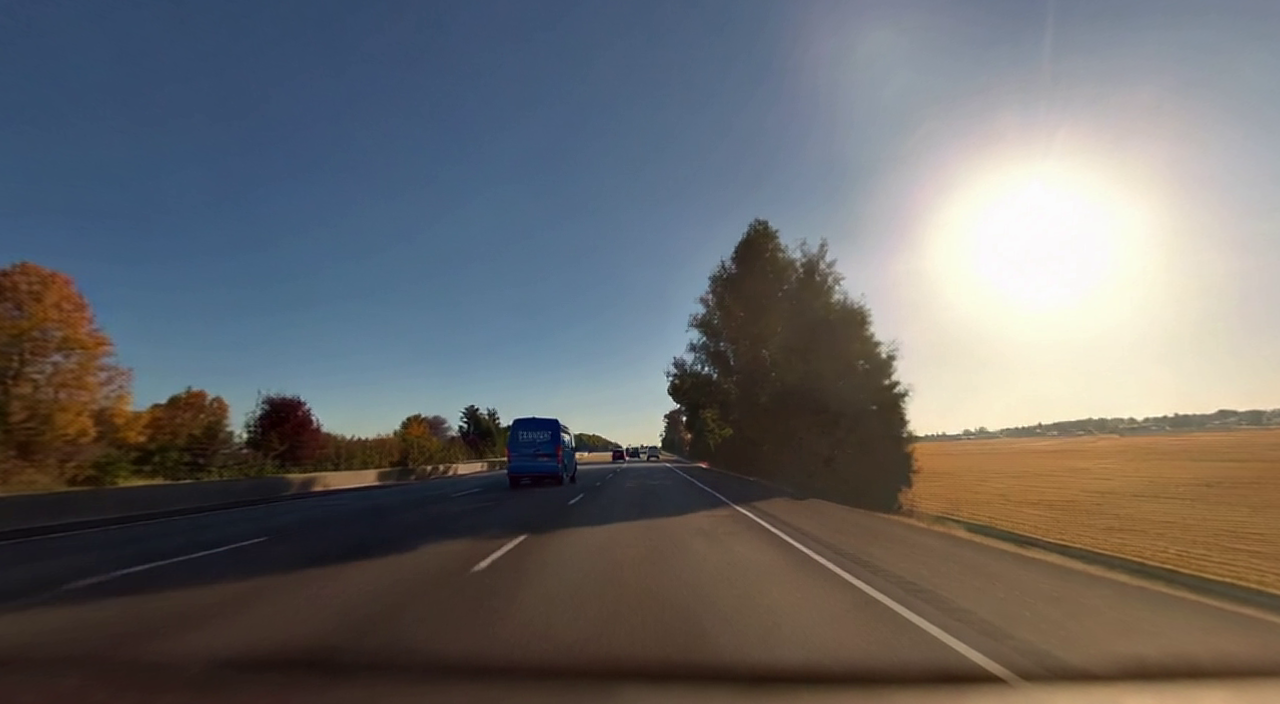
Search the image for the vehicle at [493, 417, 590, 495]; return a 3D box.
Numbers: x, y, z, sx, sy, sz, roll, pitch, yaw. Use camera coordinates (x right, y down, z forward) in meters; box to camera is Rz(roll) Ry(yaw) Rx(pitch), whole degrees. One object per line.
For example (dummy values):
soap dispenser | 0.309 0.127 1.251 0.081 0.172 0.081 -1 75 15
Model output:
vehicle | -3.193 3.551 21.780 2.360 2.367 5.223 0 -9 1
